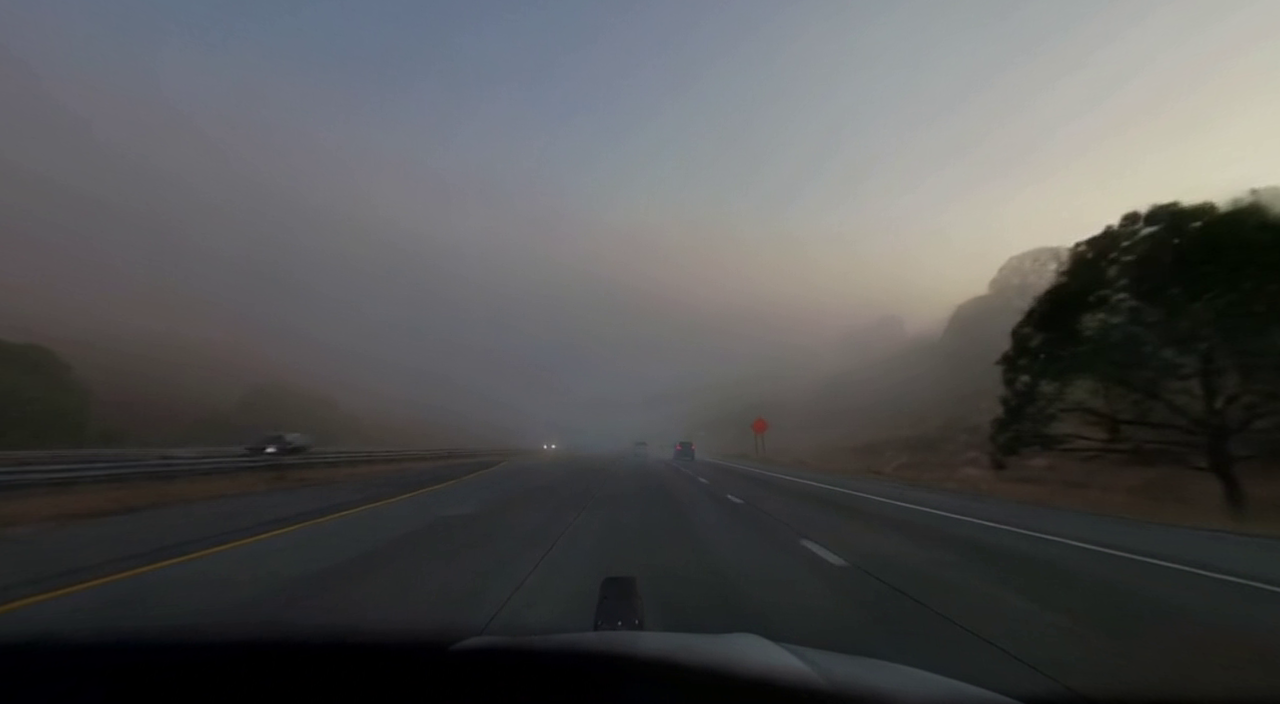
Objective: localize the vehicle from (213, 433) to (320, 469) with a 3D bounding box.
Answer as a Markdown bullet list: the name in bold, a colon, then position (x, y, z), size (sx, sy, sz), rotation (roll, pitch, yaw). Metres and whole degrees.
- **vehicle**: position (-16.737, 4.476, 28.524), size (1.924, 1.479, 4.684), rotation (0, -8, 0)
